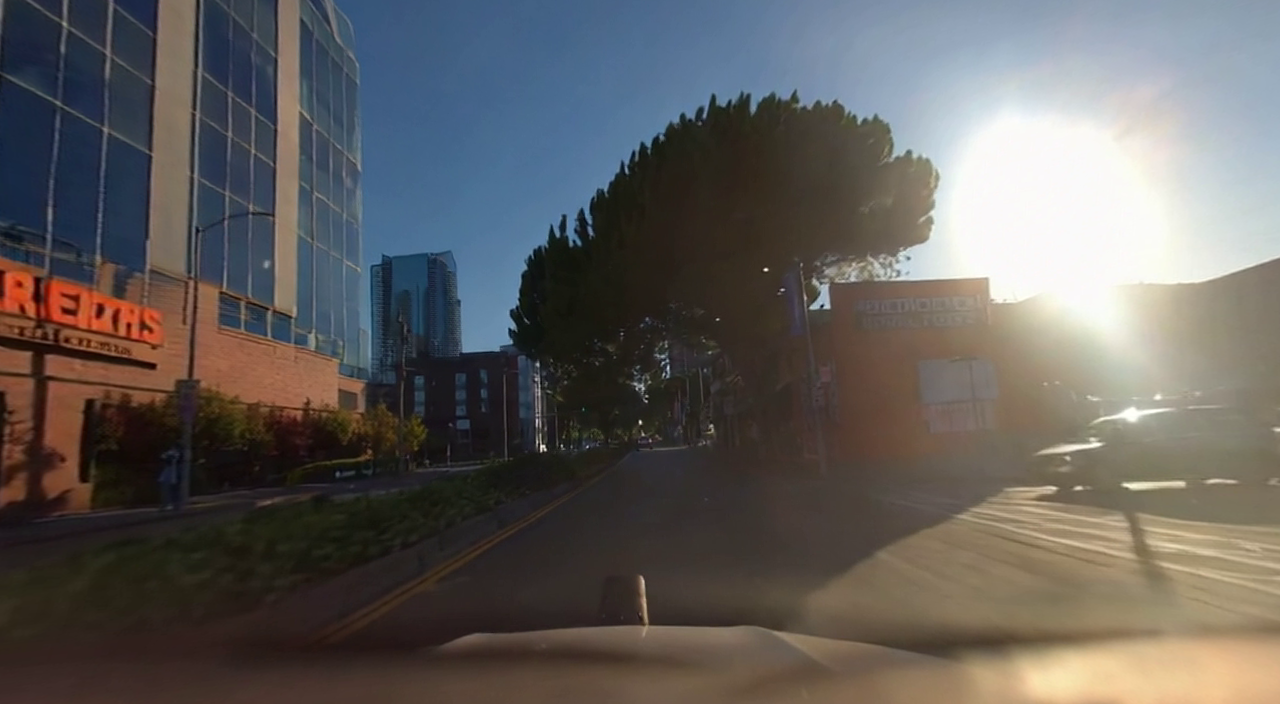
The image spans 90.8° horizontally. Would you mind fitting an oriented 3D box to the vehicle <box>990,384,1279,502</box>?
[{"bbox_3d":[9.201,1.602,11.171,4.694,1.826,2.226,-2,-8,11],"label":"vehicle"}]
